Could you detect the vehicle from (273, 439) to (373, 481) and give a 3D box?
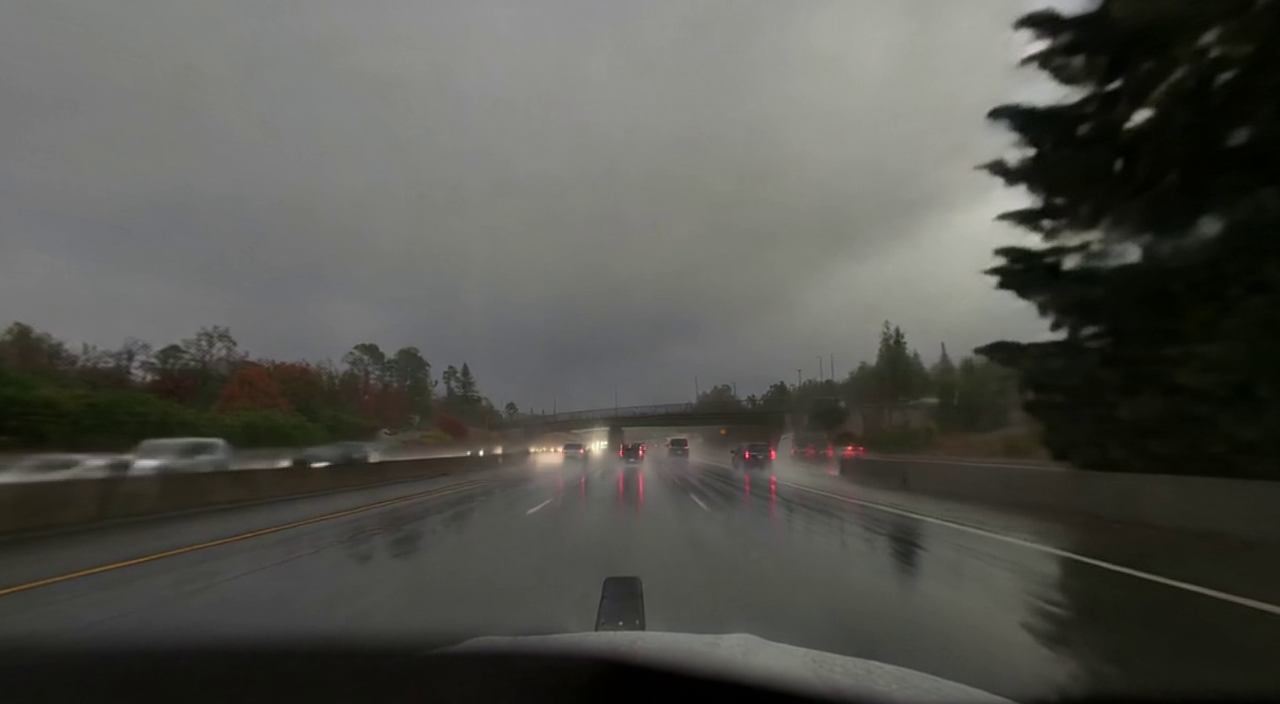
[{"bbox_3d":[-13.737,4.686,27.707,2.033,1.659,4.459,0,-9,0],"label":"vehicle"}]

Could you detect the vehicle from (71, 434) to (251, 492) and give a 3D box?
[{"bbox_3d":[-17.910,4.180,24.194,2.239,1.920,5.939,0,-9,0],"label":"vehicle"}]

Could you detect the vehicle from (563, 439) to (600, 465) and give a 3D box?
[{"bbox_3d":[-4.079,7.065,44.823,2.113,1.756,4.471,0,-9,1],"label":"vehicle"}]

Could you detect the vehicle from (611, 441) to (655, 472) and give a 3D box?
[{"bbox_3d":[-0.345,5.329,32.398,2.075,1.486,4.007,0,-9,0],"label":"vehicle"}]

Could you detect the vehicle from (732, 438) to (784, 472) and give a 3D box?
[{"bbox_3d":[6.061,5.337,32.916,1.936,1.625,3.991,0,-9,-1],"label":"vehicle"}]
